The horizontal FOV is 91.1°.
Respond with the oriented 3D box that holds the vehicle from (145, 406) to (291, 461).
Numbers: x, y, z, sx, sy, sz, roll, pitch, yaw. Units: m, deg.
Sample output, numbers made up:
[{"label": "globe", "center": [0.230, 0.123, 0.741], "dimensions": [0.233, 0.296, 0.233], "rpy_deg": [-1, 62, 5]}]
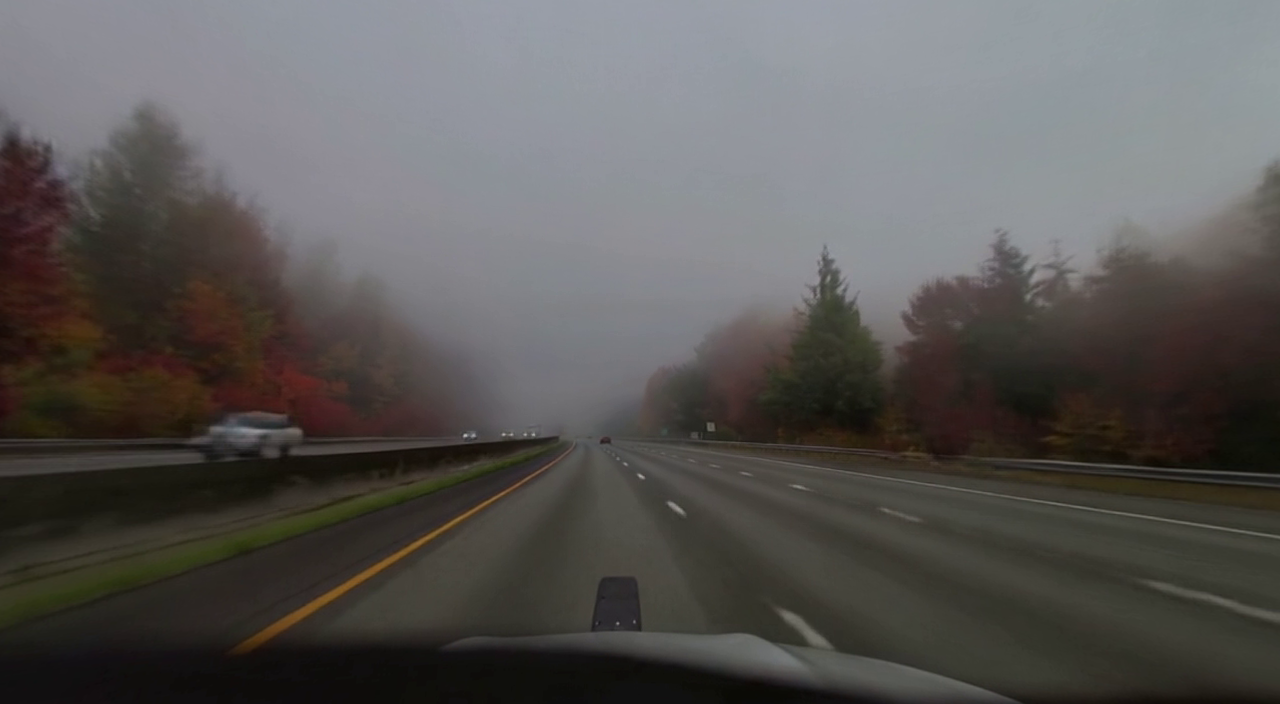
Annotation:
[{"label": "vehicle", "center": [-14.800, 2.918, 22.480], "dimensions": [2.119, 1.735, 4.729], "rpy_deg": [0, -8, -3]}]
